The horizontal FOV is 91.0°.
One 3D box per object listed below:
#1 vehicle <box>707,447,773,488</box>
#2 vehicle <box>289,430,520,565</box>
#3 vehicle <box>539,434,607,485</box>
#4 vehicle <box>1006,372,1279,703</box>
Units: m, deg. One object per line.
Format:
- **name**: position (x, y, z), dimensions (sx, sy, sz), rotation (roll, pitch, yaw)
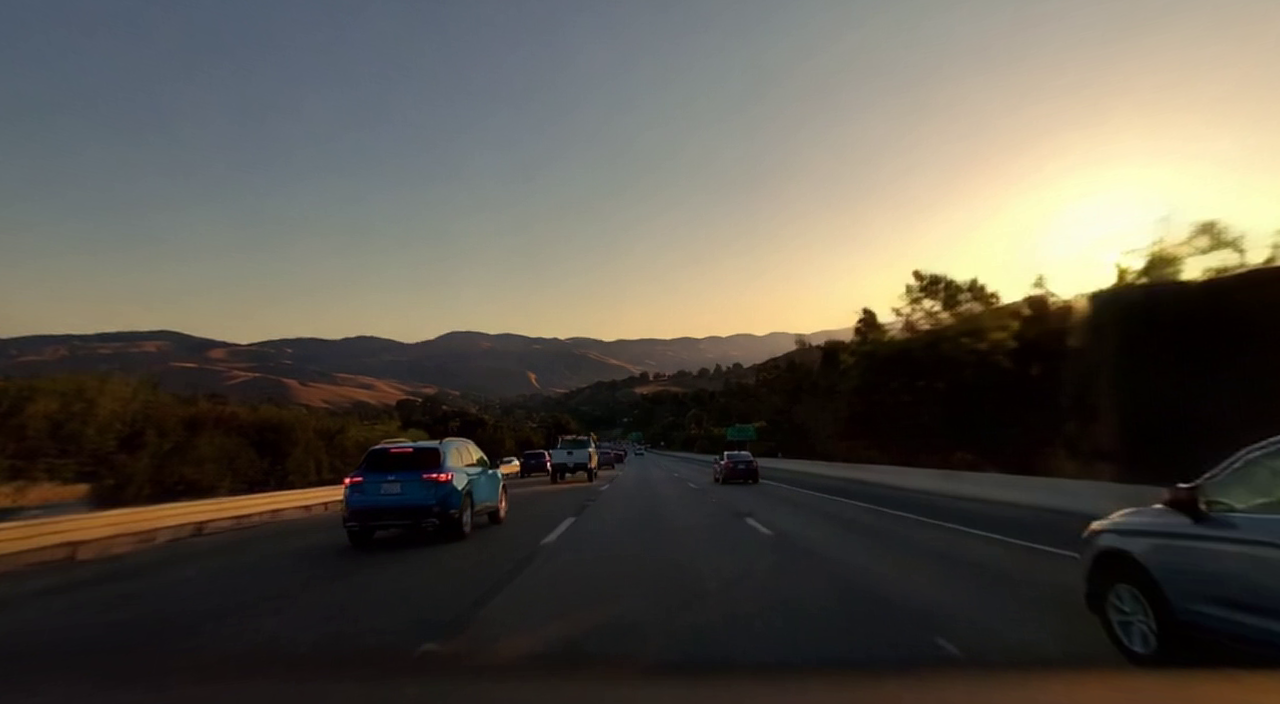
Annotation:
- **vehicle**: position (4.236, 4.954, 27.418), dimensions (2.071, 1.570, 4.637), rotation (0, -9, 0)
- **vehicle**: position (-3.455, 2.203, 10.307), dimensions (2.080, 1.716, 4.207), rotation (0, -9, 1)
- **vehicle**: position (-2.972, 4.960, 29.388), dimensions (2.494, 2.136, 5.539), rotation (0, -9, 1)
- **vehicle**: position (3.877, 0.903, 2.520), dimensions (2.066, 1.696, 4.604), rotation (0, -9, 1)
